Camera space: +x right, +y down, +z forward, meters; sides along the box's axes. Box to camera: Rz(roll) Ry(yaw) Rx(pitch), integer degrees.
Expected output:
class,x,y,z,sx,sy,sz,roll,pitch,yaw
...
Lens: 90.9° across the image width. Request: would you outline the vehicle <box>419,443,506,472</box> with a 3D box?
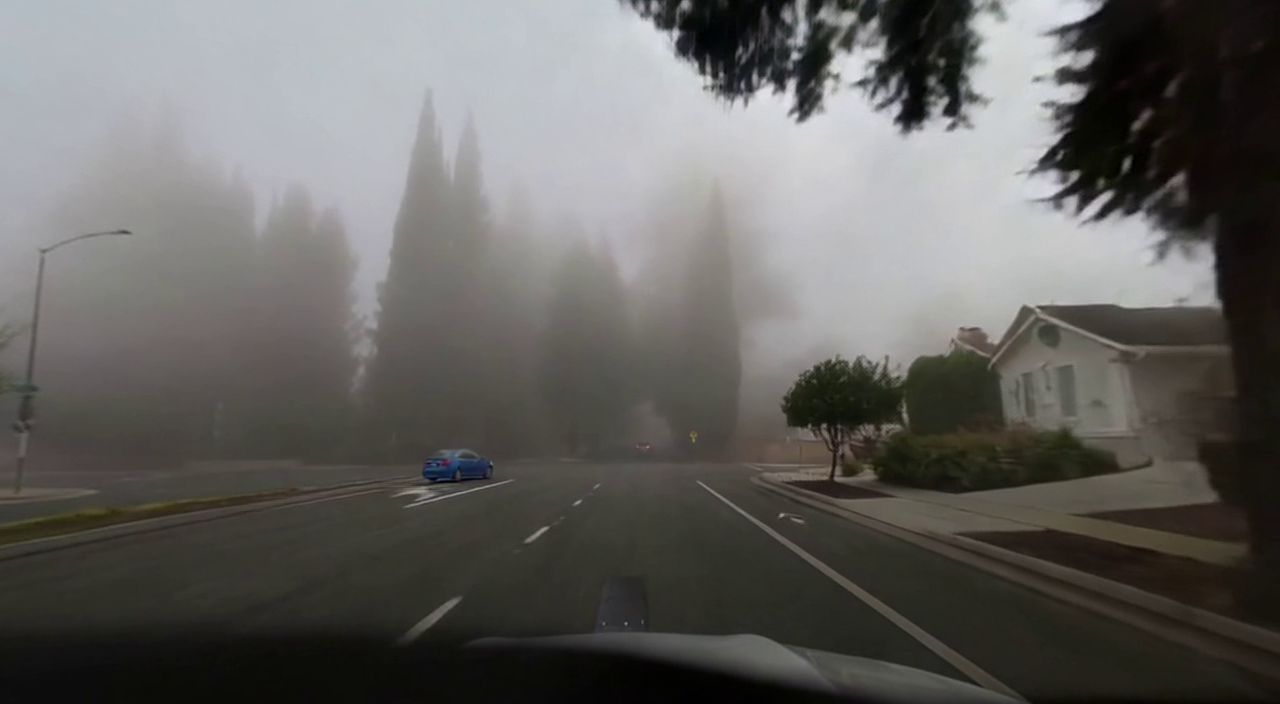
class,x,y,z,sx,sy,sz,roll,pitch,yaw
vehicle,-11.025,6.539,39.142,4.788,1.666,2.170,5,-10,-26
